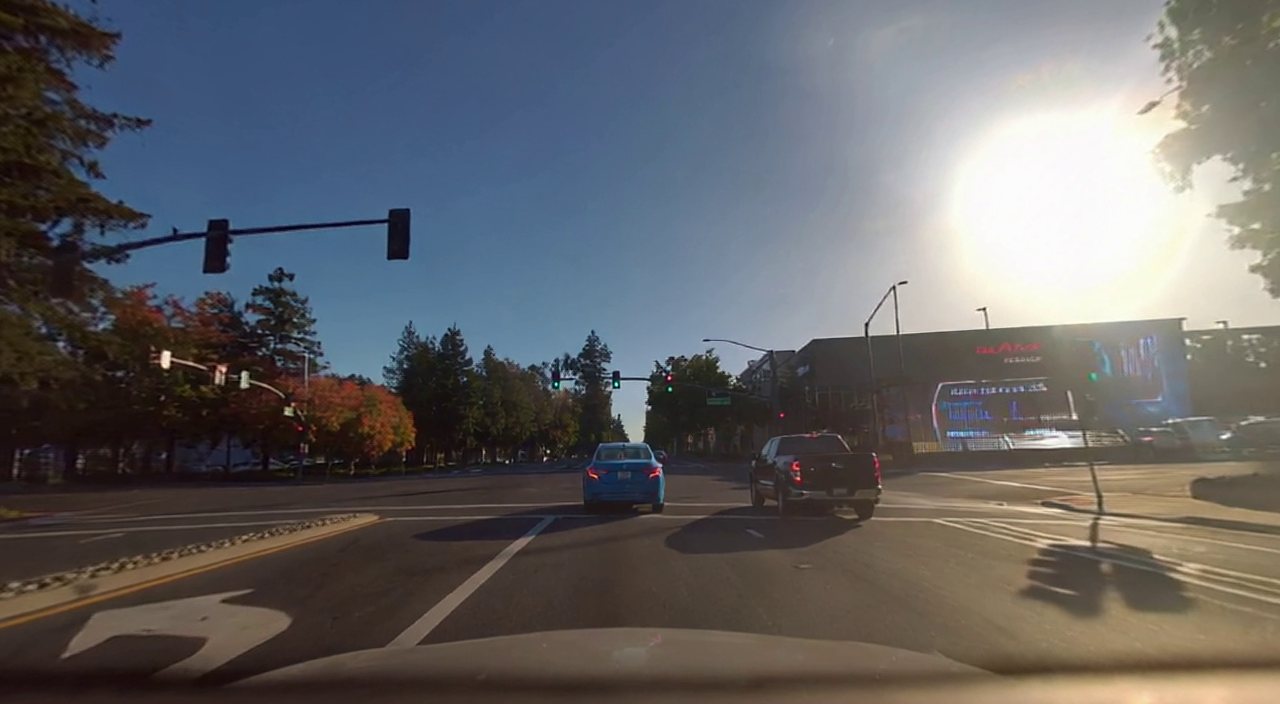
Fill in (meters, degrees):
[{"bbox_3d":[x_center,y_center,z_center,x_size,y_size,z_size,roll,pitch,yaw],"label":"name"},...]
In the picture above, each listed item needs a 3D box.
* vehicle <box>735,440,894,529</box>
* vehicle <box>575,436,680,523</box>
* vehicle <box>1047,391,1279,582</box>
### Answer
[{"bbox_3d":[3.454,2.697,13.575,1.955,1.550,4.587,0,-8,-2],"label":"vehicle"},{"bbox_3d":[-0.280,2.749,14.161,2.037,1.674,3.693,0,-8,-1],"label":"vehicle"},{"bbox_3d":[7.597,1.456,7.041,2.240,1.923,5.678,0,-8,-1],"label":"vehicle"}]
